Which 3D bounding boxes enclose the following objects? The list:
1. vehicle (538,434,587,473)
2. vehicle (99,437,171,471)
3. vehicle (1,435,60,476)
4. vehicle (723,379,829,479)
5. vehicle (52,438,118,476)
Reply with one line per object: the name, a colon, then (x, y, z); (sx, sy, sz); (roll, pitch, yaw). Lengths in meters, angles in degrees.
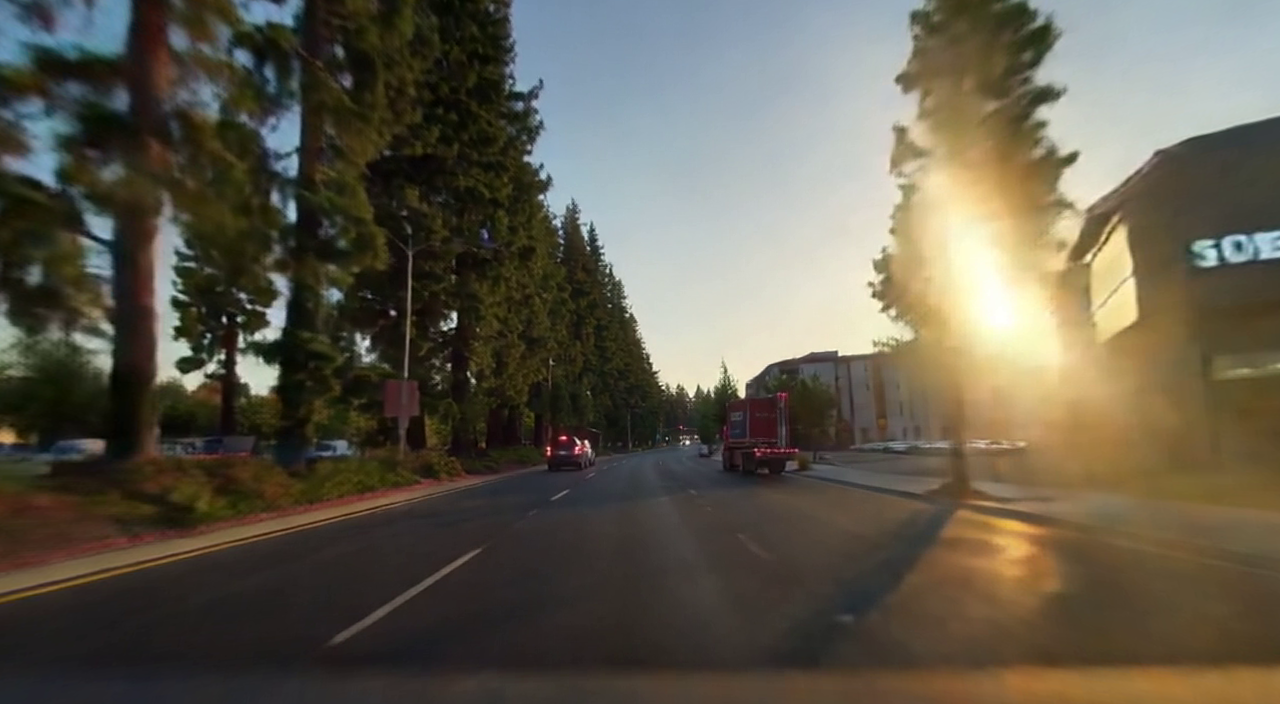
vehicle: (-4.398, 5.873, 36.793); (2.270, 2.068, 5.865); (0, -9, -1)
vehicle: (-38.613, 7.731, 48.238); (6.478, 2.425, 2.435); (-6, -10, 36)
vehicle: (-43.710, 7.360, 45.261); (5.732, 2.732, 2.438); (-8, -12, 42)
vehicle: (6.184, 3.843, 30.547); (2.981, 4.106, 8.794); (0, -9, -1)
vehicle: (-41.071, 7.702, 46.676); (6.575, 2.550, 2.406); (-7, -11, 39)
